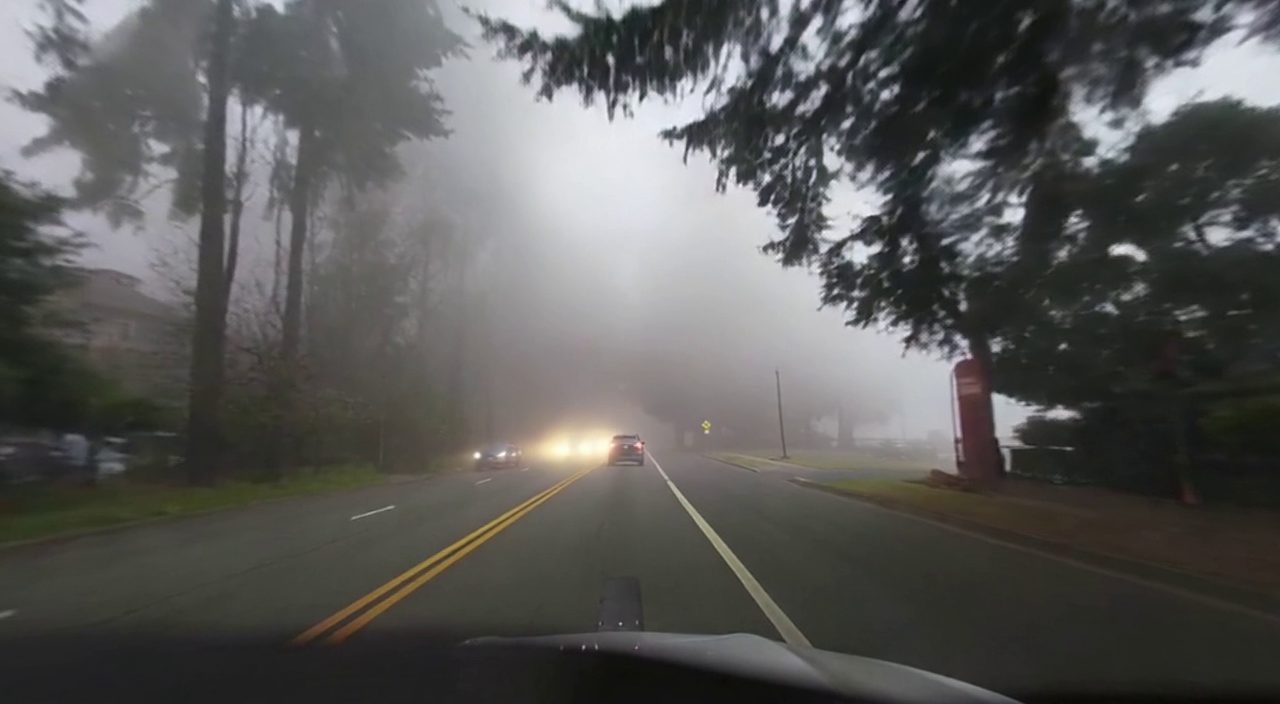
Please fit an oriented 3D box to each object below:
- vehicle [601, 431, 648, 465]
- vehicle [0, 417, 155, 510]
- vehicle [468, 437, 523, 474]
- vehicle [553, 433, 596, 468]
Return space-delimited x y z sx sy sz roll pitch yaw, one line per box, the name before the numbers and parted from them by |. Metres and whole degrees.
vehicle | -0.840 5.782 38.095 2.554 1.902 5.329 0 -9 1
vehicle | -15.819 2.865 16.393 2.385 2.081 5.237 0 -9 -2
vehicle | -7.885 5.695 34.859 1.978 1.744 4.301 -4 -9 0
vehicle | -3.847 5.875 37.707 1.991 1.794 4.572 -3 -9 0
